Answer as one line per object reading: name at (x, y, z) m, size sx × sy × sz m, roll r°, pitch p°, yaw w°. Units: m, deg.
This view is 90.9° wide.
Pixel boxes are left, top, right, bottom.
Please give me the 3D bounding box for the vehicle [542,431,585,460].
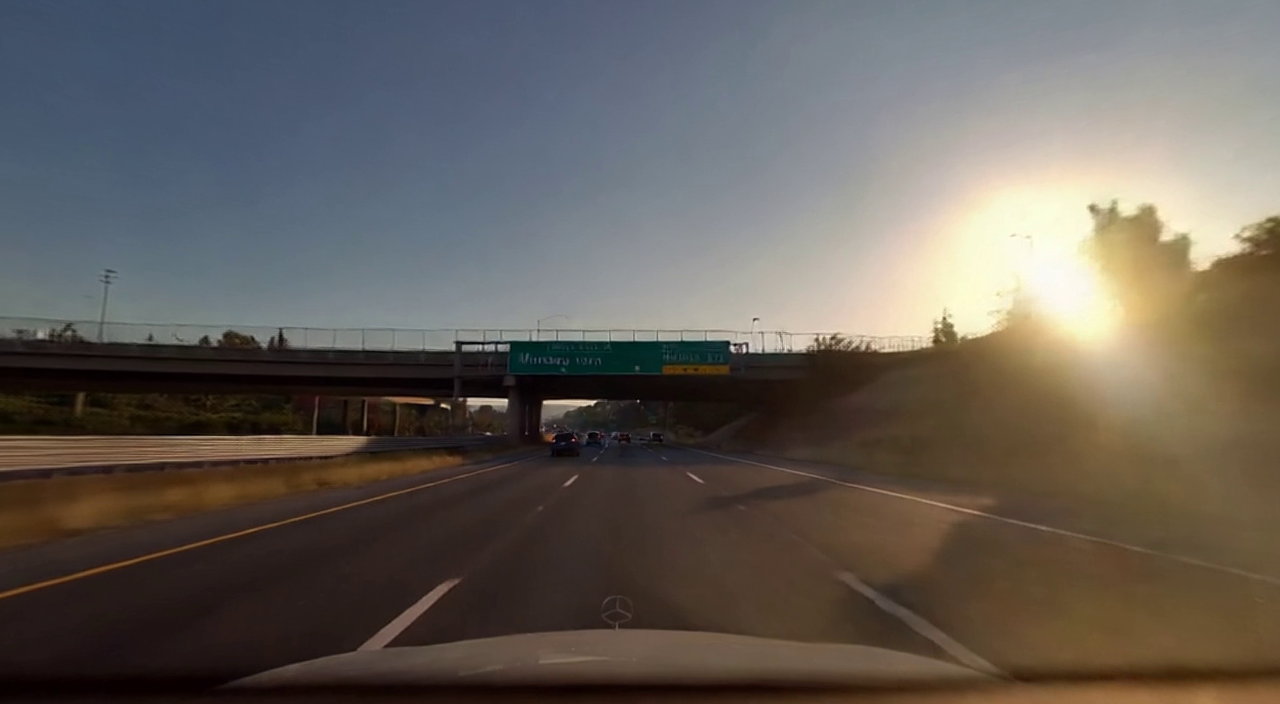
vehicle at (-4.424, 5.513, 37.196) m, size 2.062 × 1.591 × 4.156 m, roll 0°, pitch -8°, yaw -1°
